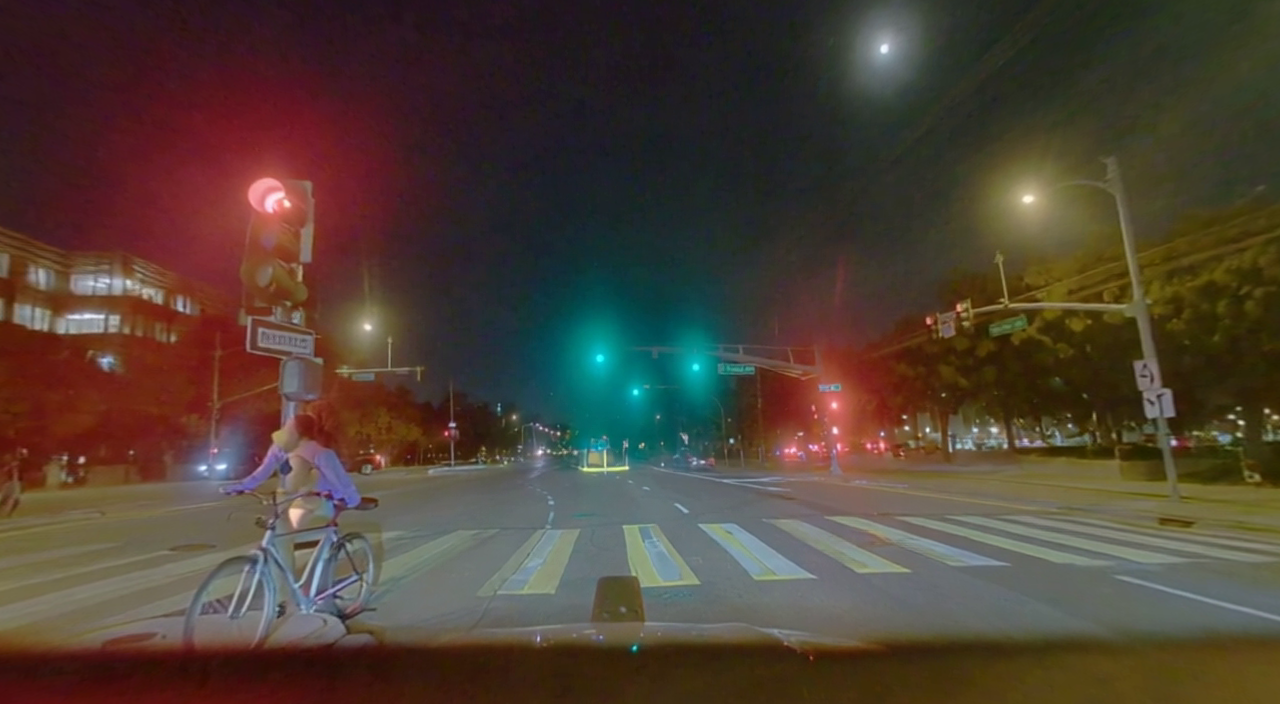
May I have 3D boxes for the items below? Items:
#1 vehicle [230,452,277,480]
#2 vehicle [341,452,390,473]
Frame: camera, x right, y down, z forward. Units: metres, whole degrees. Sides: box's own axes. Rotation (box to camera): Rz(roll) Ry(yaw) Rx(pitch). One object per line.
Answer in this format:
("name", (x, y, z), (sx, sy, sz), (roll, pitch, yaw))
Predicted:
("vehicle", (-28.206, 8.225, 46.050), (2.199, 1.838, 4.222), (6, -10, -40))
("vehicle", (-21.577, 8.638, 49.555), (2.123, 1.544, 4.158), (8, -11, -43))
